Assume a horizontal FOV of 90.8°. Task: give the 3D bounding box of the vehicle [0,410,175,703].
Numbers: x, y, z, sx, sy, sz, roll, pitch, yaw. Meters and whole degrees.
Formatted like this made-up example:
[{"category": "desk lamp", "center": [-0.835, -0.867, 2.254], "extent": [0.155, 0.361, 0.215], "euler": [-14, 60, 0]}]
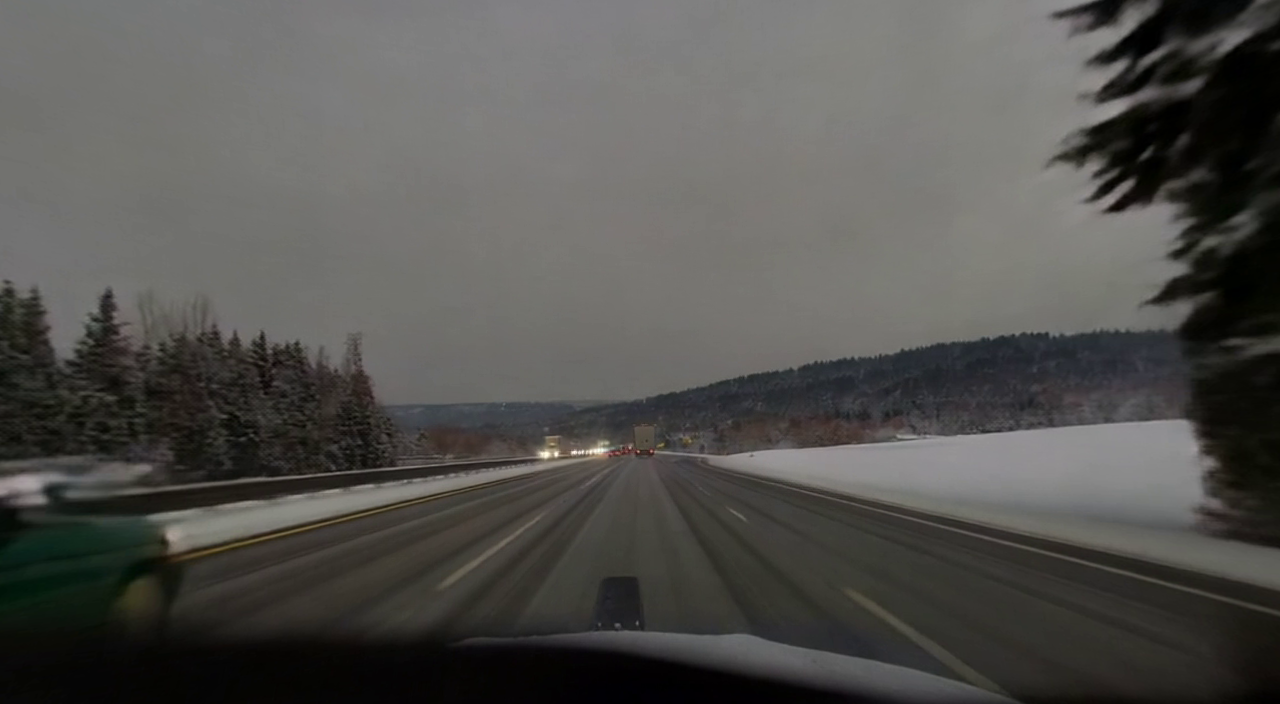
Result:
[{"category": "vehicle", "center": [-3.793, 0.827, 1.699], "extent": [1.886, 1.465, 4.119], "euler": [0, -9, 1]}]
